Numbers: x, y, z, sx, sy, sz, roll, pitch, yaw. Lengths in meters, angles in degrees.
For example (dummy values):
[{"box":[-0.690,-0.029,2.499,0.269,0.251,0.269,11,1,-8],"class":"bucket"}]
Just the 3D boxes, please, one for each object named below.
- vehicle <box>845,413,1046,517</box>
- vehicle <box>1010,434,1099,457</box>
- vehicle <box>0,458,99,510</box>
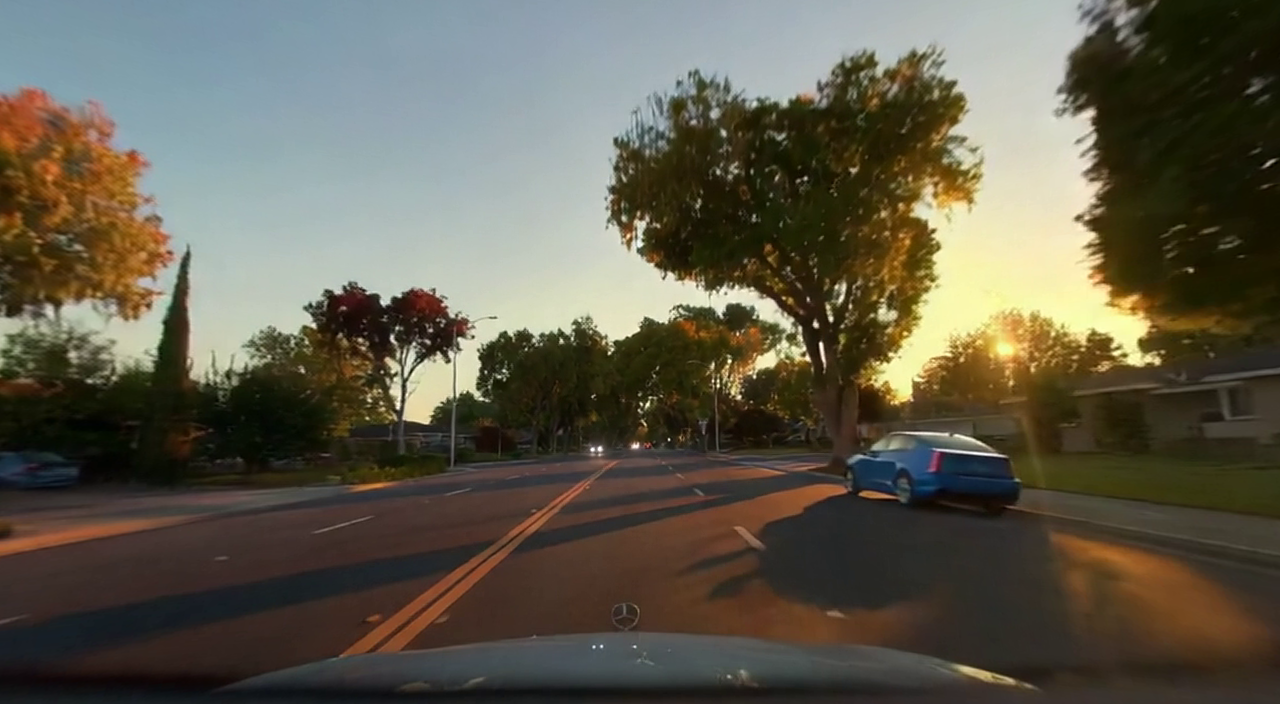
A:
[{"box":[6.488,2.461,14.225,2.116,1.844,4.792,2,-8,0],"class":"vehicle"},{"box":[29.665,6.708,45.360,4.899,1.526,1.916,0,-8,5],"class":"vehicle"},{"box":[-21.526,4.498,21.699,4.222,1.596,1.968,-2,-8,6],"class":"vehicle"}]
